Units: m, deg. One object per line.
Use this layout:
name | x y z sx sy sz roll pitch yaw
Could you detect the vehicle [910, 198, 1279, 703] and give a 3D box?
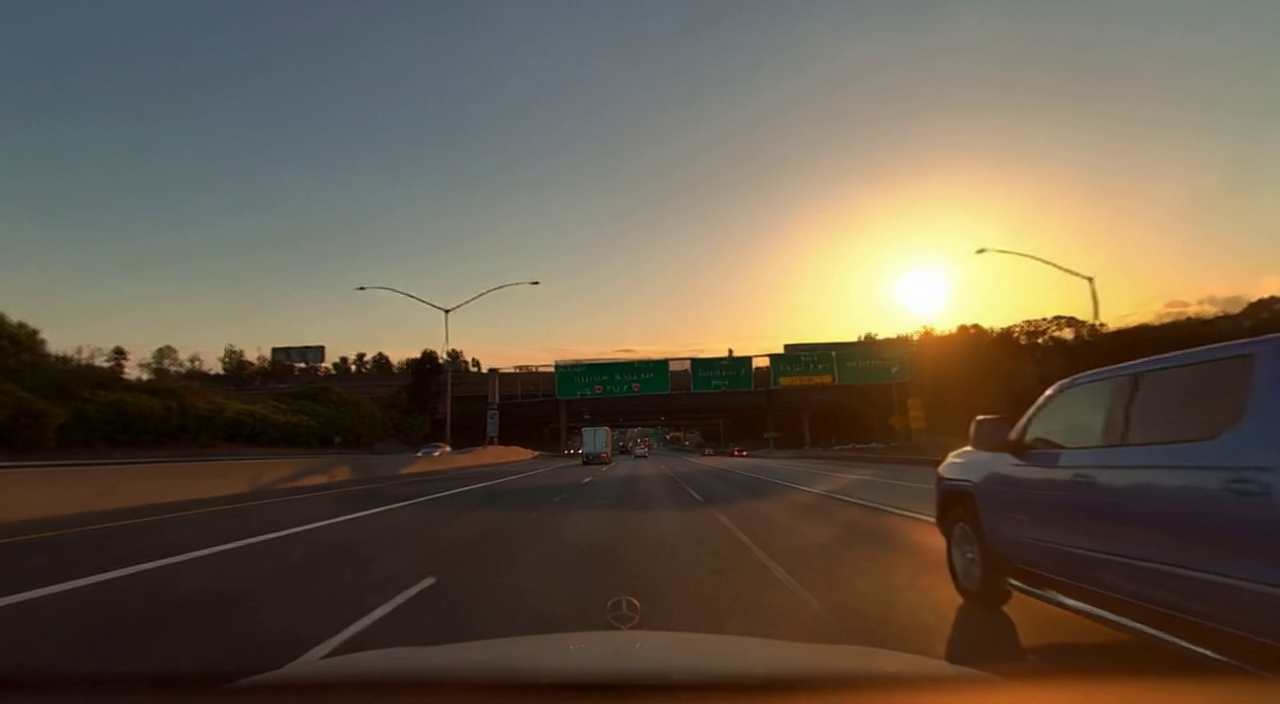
vehicle | 3.570 0.513 2.180 2.593 2.110 6.016 0 -9 0
